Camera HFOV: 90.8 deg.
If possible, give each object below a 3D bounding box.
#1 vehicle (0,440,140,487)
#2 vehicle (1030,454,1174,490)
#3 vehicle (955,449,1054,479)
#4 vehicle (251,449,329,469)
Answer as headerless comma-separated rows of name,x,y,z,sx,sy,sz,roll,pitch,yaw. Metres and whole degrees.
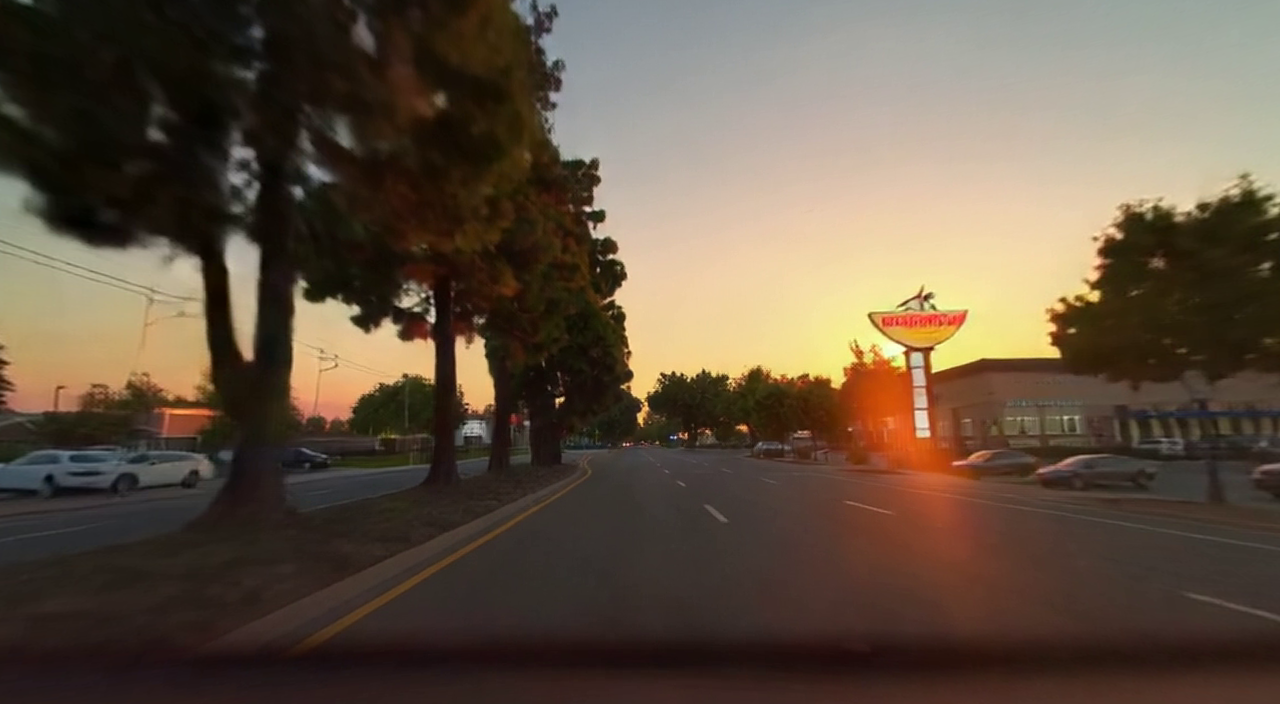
vehicle,-26.117,4.880,28.173,2.356,1.853,6.402,0,-8,1
vehicle,20.188,5.240,27.774,4.764,1.455,1.832,-1,-9,3
vehicle,20.740,6.363,36.078,4.423,1.633,2.010,0,-9,-1
vehicle,-26.934,8.237,48.729,4.777,1.469,1.937,1,-9,-6
